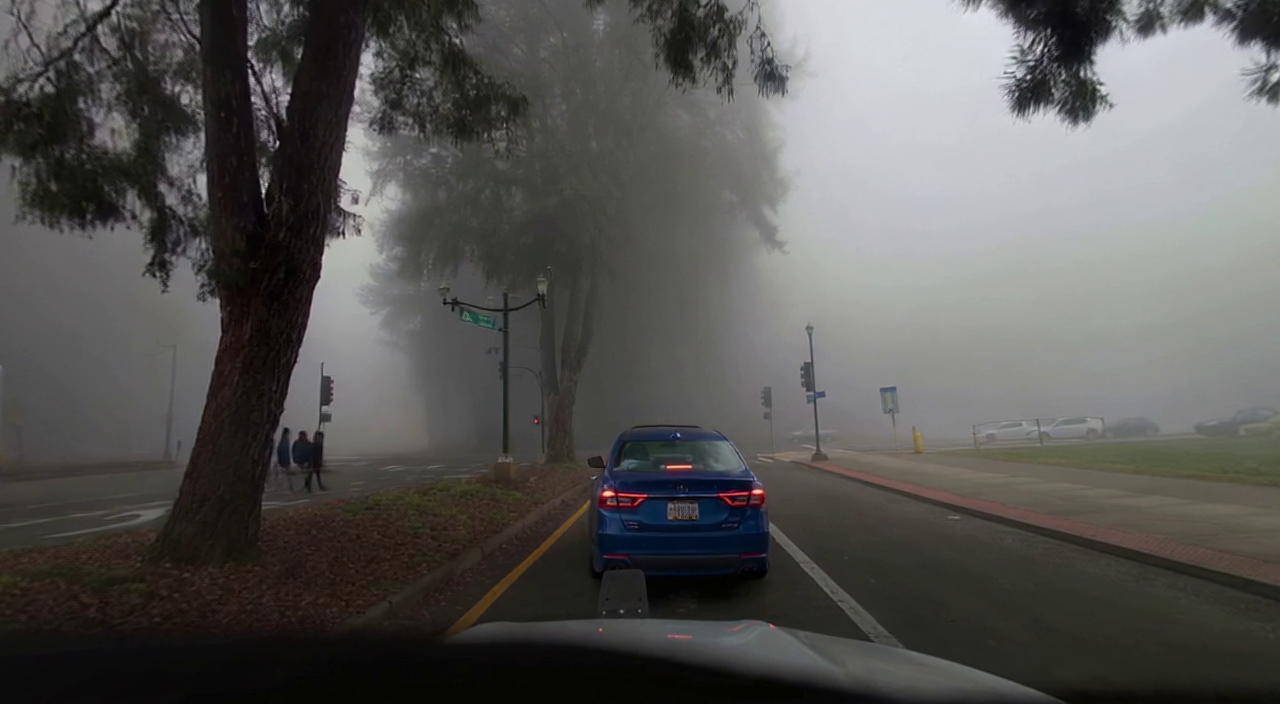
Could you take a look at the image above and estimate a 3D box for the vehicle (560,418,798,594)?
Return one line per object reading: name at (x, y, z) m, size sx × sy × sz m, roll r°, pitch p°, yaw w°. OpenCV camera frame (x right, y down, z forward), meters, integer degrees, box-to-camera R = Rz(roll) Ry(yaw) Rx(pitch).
vehicle at (0.372, 1.609, 7.396) m, size 2.035 × 1.499 × 3.799 m, roll 0°, pitch -8°, yaw 1°
